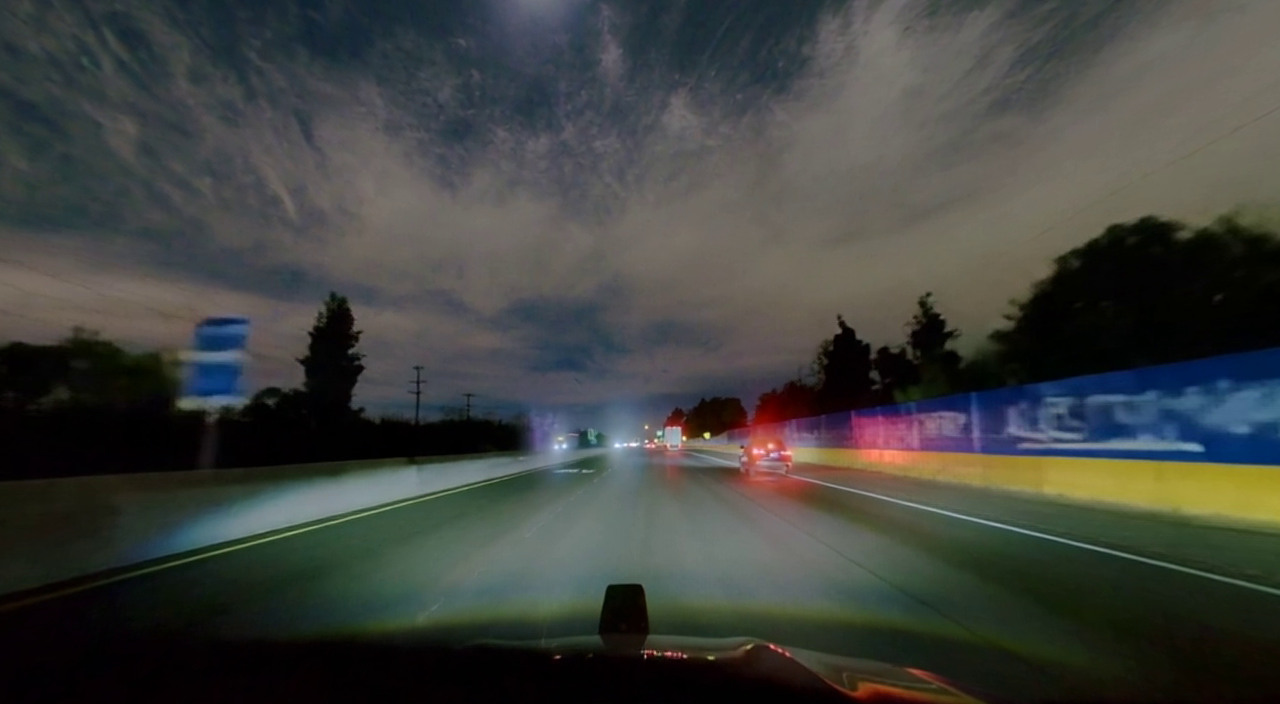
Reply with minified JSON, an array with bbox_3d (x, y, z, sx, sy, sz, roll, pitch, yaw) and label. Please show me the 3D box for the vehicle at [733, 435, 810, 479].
[{"bbox_3d":[4.851,3.937,23.811,1.991,1.494,3.951,0,-8,-1],"label":"vehicle"}]
